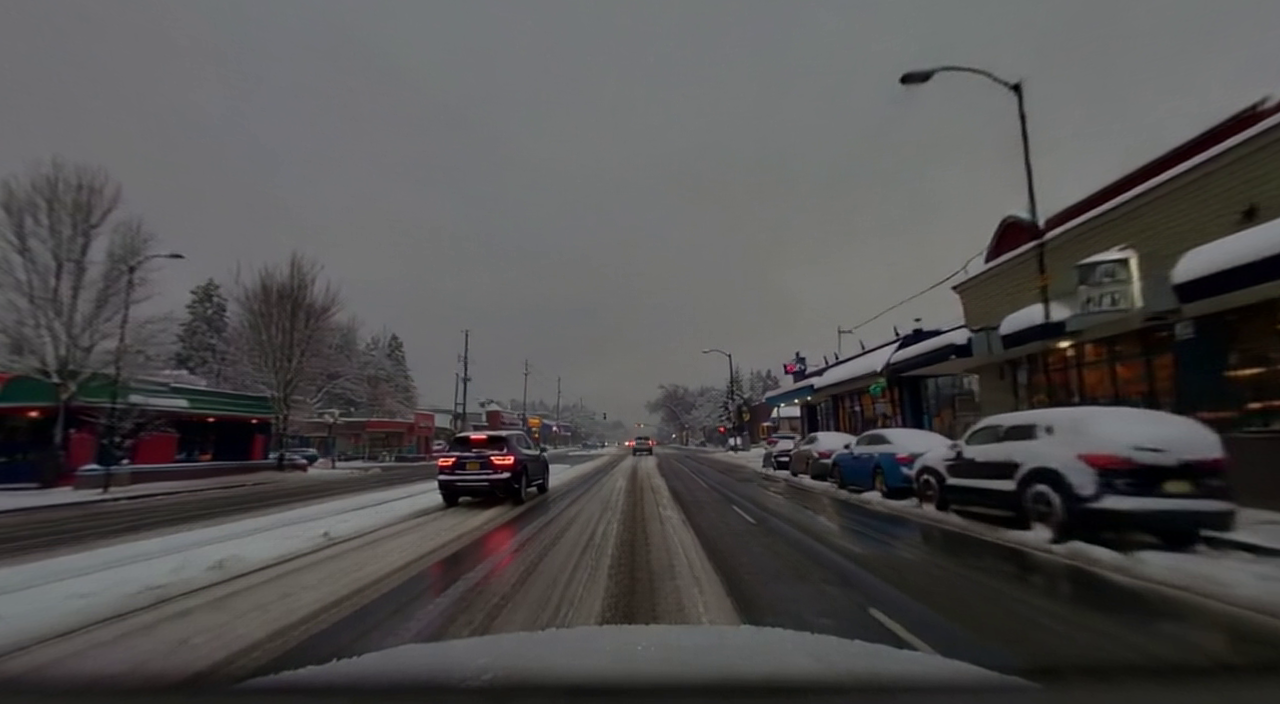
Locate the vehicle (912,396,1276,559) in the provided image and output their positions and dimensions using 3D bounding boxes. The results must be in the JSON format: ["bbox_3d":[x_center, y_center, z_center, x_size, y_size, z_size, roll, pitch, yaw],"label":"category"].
[{"bbox_3d":[6.356,1.823,9.818,2.128,1.900,4.724,0,-9,1],"label":"vehicle"}]

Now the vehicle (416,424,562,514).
[{"bbox_3d":[-3.081,2.502,13.968,2.049,1.646,4.445,0,-9,1],"label":"vehicle"}]

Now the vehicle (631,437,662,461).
[{"bbox_3d":[0.401,6.509,42.378,2.037,1.484,4.073,0,-9,0],"label":"vehicle"}]

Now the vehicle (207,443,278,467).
[{"bbox_3d":[-31.069,8.061,49.286,4.589,1.779,2.154,-3,-9,20],"label":"vehicle"}]
